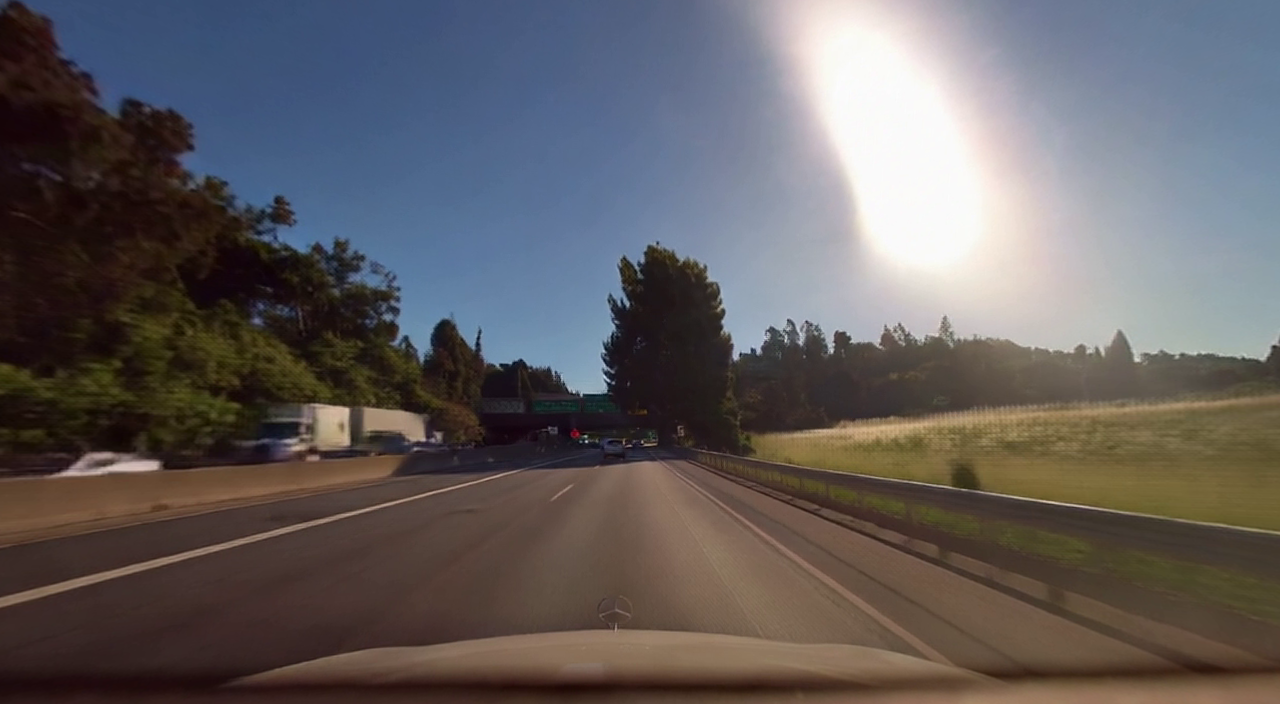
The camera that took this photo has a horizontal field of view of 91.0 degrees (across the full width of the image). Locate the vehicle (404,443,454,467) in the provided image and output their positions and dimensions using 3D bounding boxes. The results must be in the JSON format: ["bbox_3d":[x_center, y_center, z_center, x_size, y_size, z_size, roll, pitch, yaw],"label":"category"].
[{"bbox_3d":[-14.060,6.867,42.132,1.863,1.472,4.334,0,-8,0],"label":"vehicle"}]

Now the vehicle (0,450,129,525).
[{"bbox_3d":[-14.000,2.910,13.697,1.943,1.482,4.627,0,-8,-1],"label":"vehicle"}]

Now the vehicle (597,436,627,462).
[{"bbox_3d":[-2.091,7.269,47.469,2.188,1.825,4.282,0,-8,-2],"label":"vehicle"}]

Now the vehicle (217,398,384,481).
[{"bbox_3d":[-17.765,4.794,34.324,2.954,3.783,11.120,0,-8,0],"label":"vehicle"}]
